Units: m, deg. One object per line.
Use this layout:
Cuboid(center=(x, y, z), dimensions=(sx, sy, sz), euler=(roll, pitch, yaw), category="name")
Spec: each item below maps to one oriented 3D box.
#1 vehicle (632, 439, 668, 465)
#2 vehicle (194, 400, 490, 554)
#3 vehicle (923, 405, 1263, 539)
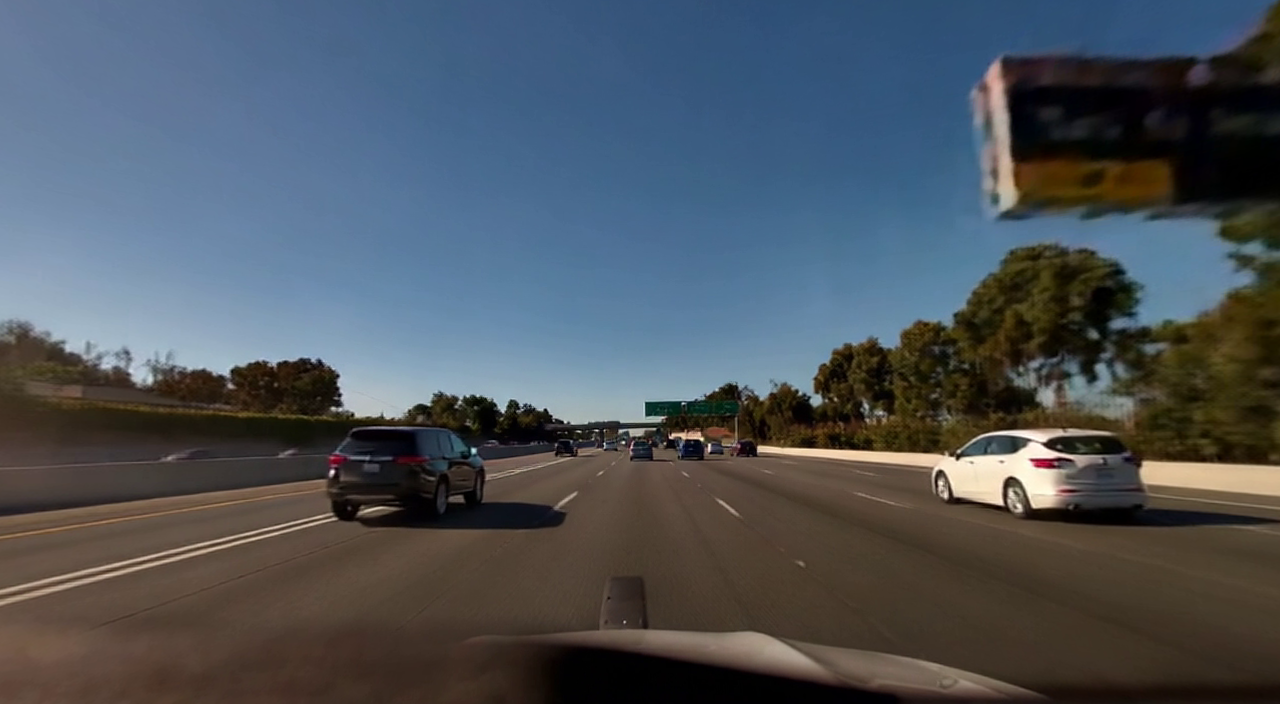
Cuboid(center=(0.569, 6.089, 38.455), dimensions=(2.050, 1.452, 3.917), euler=(0, -8, -1), category="vehicle")
Cuboid(center=(-4.014, 1.791, 9.737), dimensions=(2.118, 1.750, 4.875), euler=(0, -8, 1), category="vehicle")
Cuboid(center=(7.124, 1.945, 10.876), dimensions=(2.123, 1.756, 4.959), euler=(0, -8, 0), category="vehicle")
